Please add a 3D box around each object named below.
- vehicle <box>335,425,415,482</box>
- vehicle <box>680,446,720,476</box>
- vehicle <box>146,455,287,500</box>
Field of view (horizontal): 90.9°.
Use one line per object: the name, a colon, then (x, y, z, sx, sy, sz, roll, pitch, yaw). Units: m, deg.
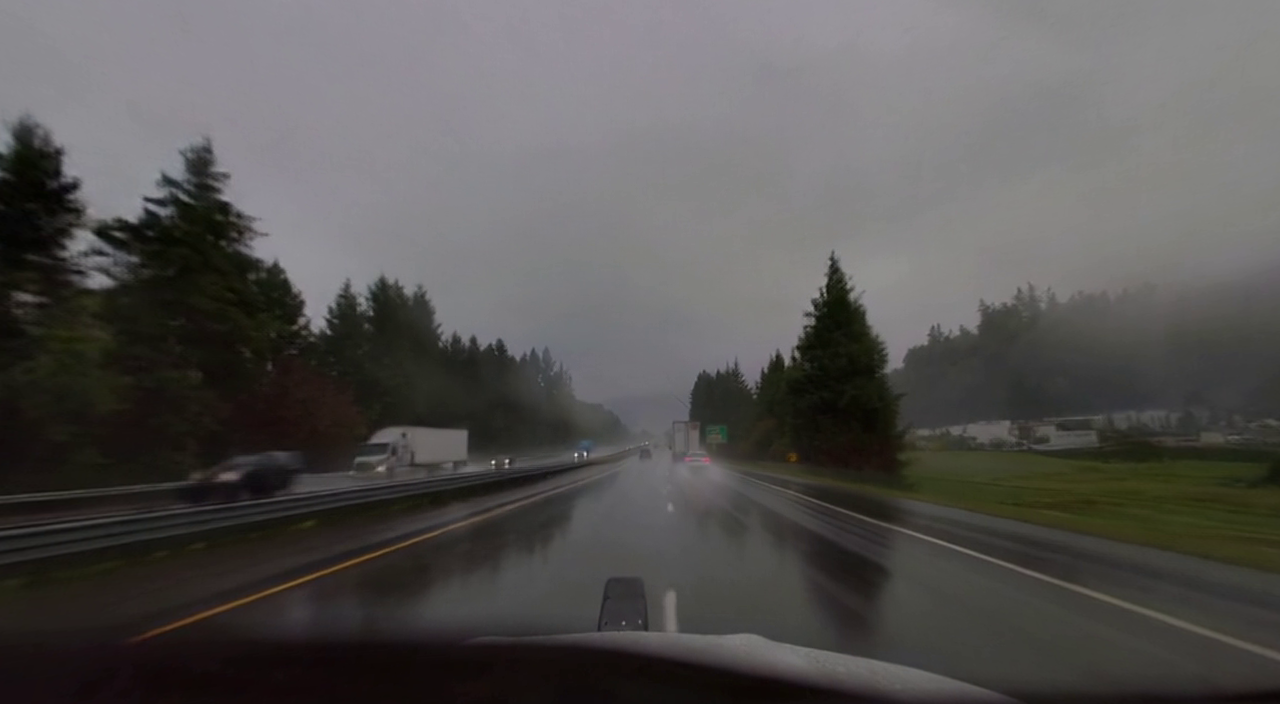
vehicle: (-19.285, 7.436, 46.368, 3.014, 3.887, 5.930, 0, -9, 2)
vehicle: (3.486, 6.414, 37.400, 2.096, 1.653, 4.185, 0, -9, 2)
vehicle: (-16.144, 4.770, 24.339, 2.397, 1.546, 4.216, 0, -9, 2)
